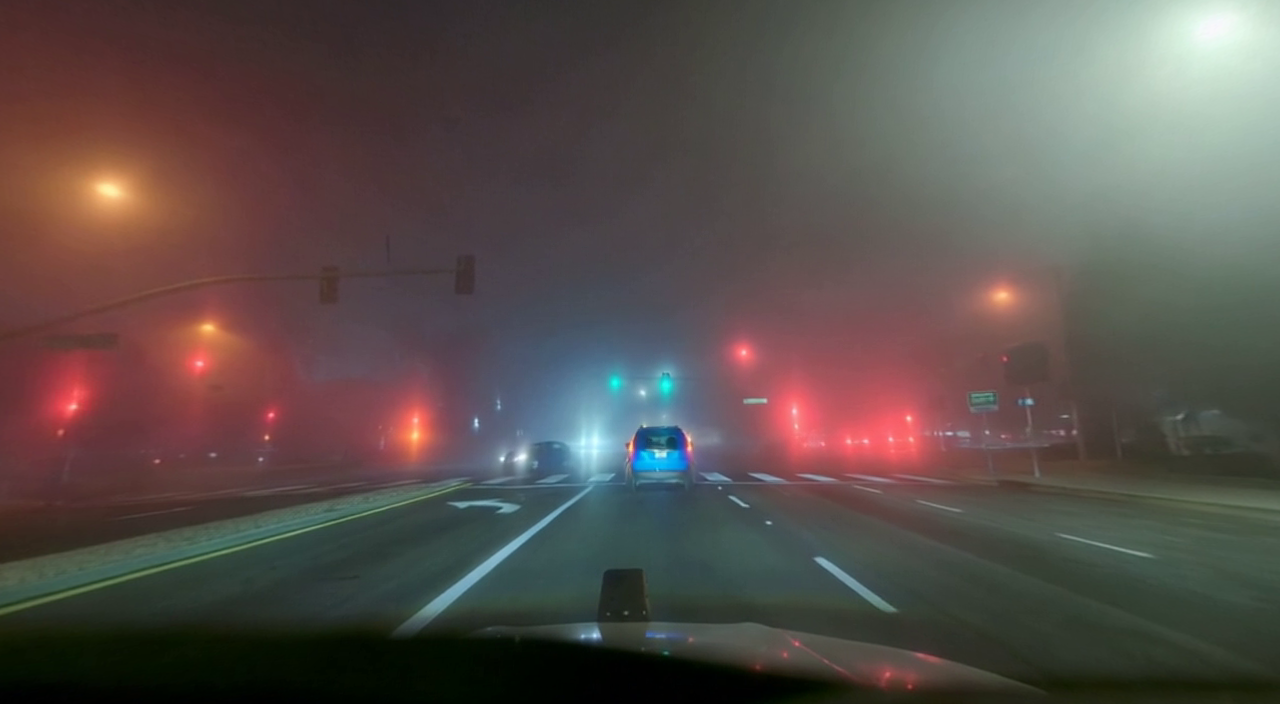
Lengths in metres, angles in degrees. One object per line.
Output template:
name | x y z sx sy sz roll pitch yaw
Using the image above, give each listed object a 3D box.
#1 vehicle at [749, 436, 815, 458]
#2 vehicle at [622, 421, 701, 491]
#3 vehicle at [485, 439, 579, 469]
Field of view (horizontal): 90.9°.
vehicle | 9.483 6.382 42.366 3.963 1.480 1.774 0 -8 -2
vehicle | 0.571 2.950 18.179 1.994 1.759 4.186 0 -8 1
vehicle | -5.796 5.496 34.206 4.705 1.486 2.013 8 -12 -44
